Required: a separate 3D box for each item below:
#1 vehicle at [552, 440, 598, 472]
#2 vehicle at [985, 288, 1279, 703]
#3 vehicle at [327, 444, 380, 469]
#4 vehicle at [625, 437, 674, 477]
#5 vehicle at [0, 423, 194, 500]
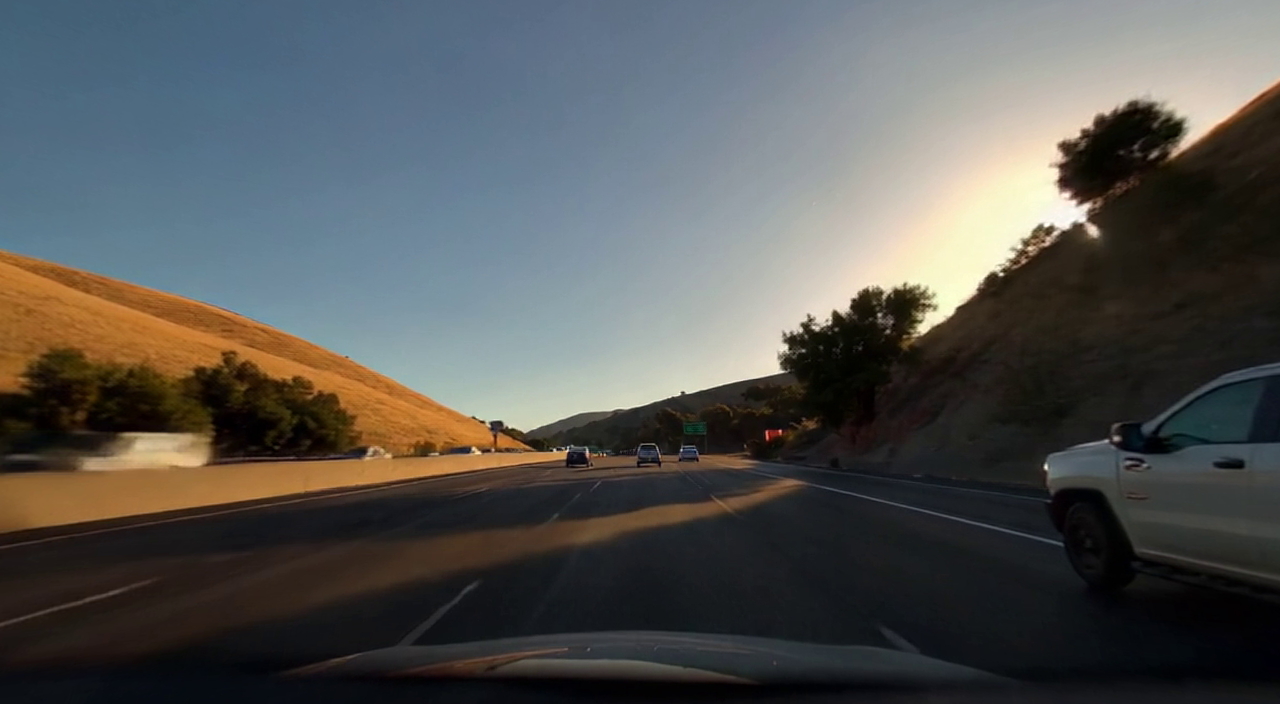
[{"bbox_3d":[-3.634,5.862,35.753,2.076,1.690,4.113,0,-8,1],"label":"vehicle"},{"bbox_3d":[4.203,0.623,2.200,2.700,1.980,5.866,0,-8,1],"label":"vehicle"},{"bbox_3d":[-16.132,5.874,35.631,1.436,1.354,3.176,0,-9,1],"label":"vehicle"},{"bbox_3d":[0.424,4.818,29.068,2.086,1.685,4.206,0,-8,0],"label":"vehicle"},{"bbox_3d":[-12.596,2.457,14.458,1.817,1.525,3.880,0,-8,1],"label":"vehicle"}]
